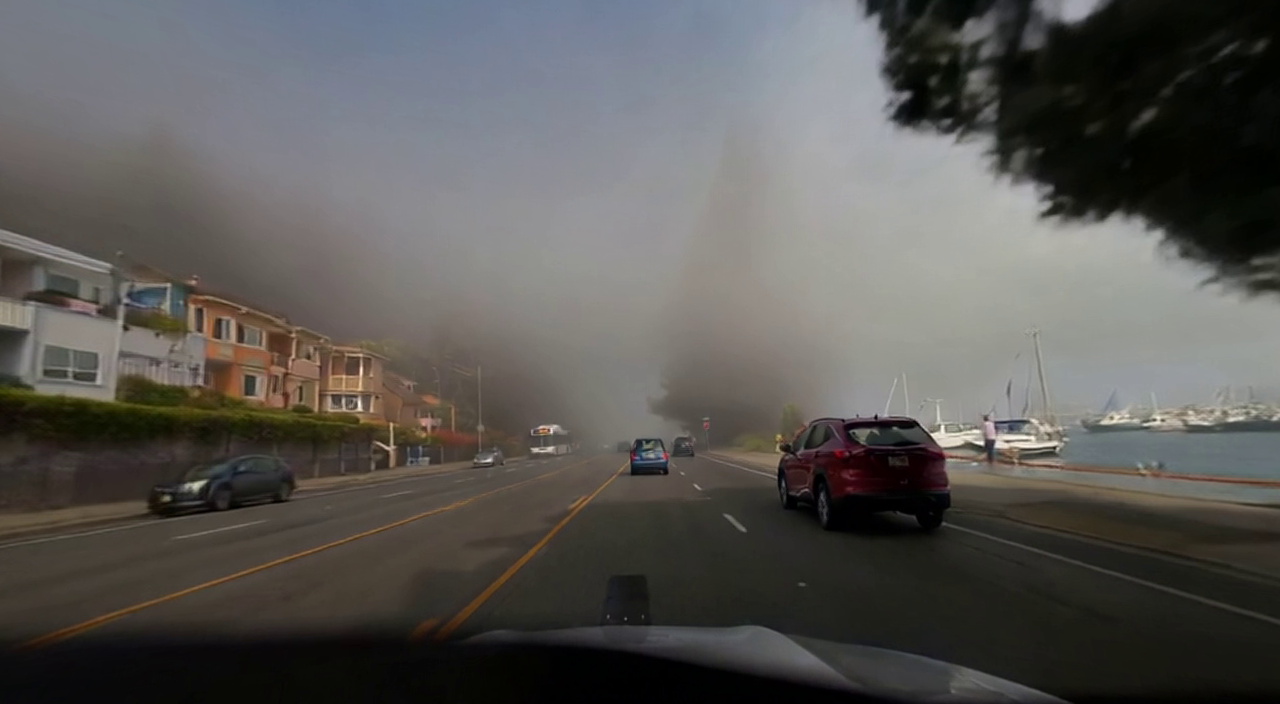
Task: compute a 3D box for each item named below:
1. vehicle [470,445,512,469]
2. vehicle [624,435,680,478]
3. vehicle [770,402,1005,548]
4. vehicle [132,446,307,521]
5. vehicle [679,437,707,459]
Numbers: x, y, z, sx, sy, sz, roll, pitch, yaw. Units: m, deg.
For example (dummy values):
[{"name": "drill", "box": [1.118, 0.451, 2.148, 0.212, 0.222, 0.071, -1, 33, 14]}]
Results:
[{"name": "vehicle", "box": [-10.105, 7.120, 42.922, 1.731, 1.489, 3.841, -1, -8, 3]}, {"name": "vehicle", "box": [0.462, 4.269, 26.003, 2.132, 1.632, 3.838, 0, -8, 0]}, {"name": "vehicle", "box": [3.589, 1.877, 10.223, 2.000, 1.809, 4.405, 0, -8, 0]}, {"name": "vehicle", "box": [-10.341, 3.209, 15.924, 1.701, 1.528, 3.881, -1, -7, 1]}, {"name": "vehicle", "box": [4.120, 7.576, 49.594, 1.876, 1.626, 3.851, 0, -8, 0]}]
